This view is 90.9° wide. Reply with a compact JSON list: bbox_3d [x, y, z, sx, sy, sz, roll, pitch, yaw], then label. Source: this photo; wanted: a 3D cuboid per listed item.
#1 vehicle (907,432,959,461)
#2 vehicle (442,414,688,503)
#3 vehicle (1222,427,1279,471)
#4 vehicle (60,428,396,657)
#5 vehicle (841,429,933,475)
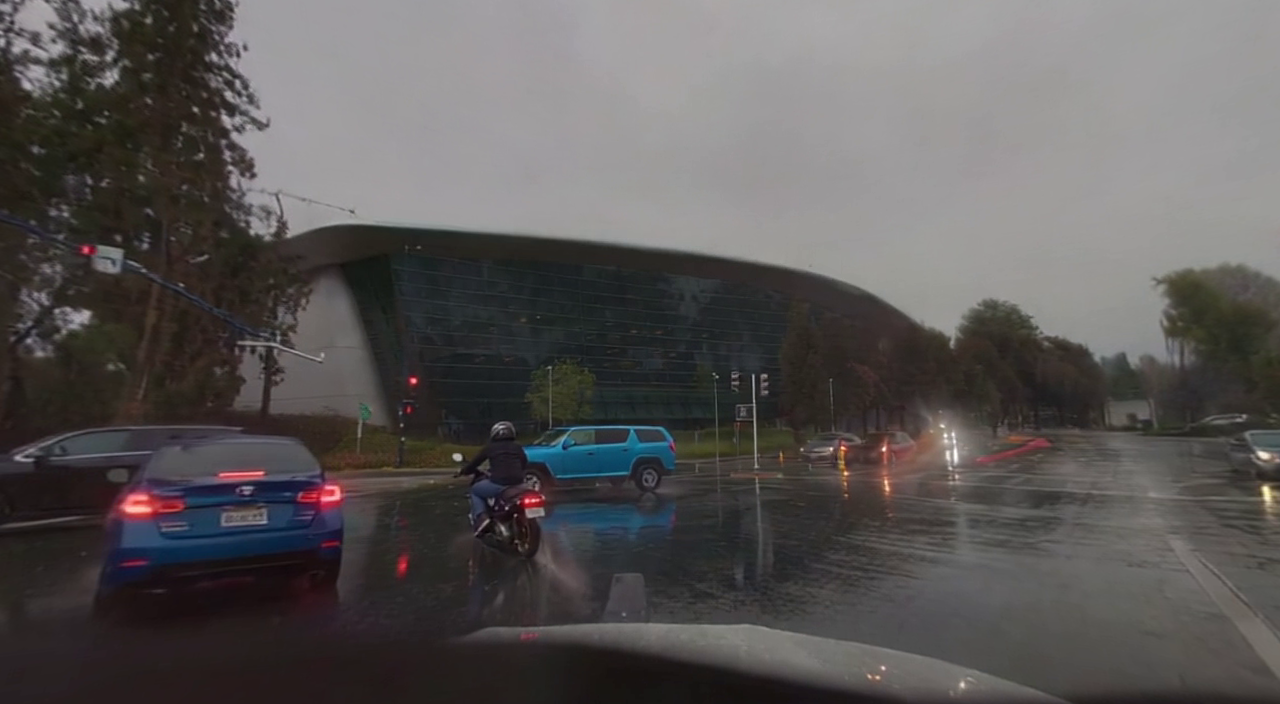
[{"bbox_3d":[16.809,5.402,36.090,2.024,1.543,4.028,-6,-10,32],"label":"vehicle"},{"bbox_3d":[-1.955,2.631,16.078,5.833,1.960,2.341,2,-9,-17],"label":"vehicle"},{"bbox_3d":[22.999,3.480,22.810,1.872,1.467,4.385,-5,-10,31],"label":"vehicle"},{"bbox_3d":[-4.128,1.558,6.388,2.009,1.450,4.182,5,-10,-36],"label":"vehicle"},{"bbox_3d":[10.097,4.006,25.583,2.084,1.656,4.583,-7,-10,38],"label":"vehicle"}]
